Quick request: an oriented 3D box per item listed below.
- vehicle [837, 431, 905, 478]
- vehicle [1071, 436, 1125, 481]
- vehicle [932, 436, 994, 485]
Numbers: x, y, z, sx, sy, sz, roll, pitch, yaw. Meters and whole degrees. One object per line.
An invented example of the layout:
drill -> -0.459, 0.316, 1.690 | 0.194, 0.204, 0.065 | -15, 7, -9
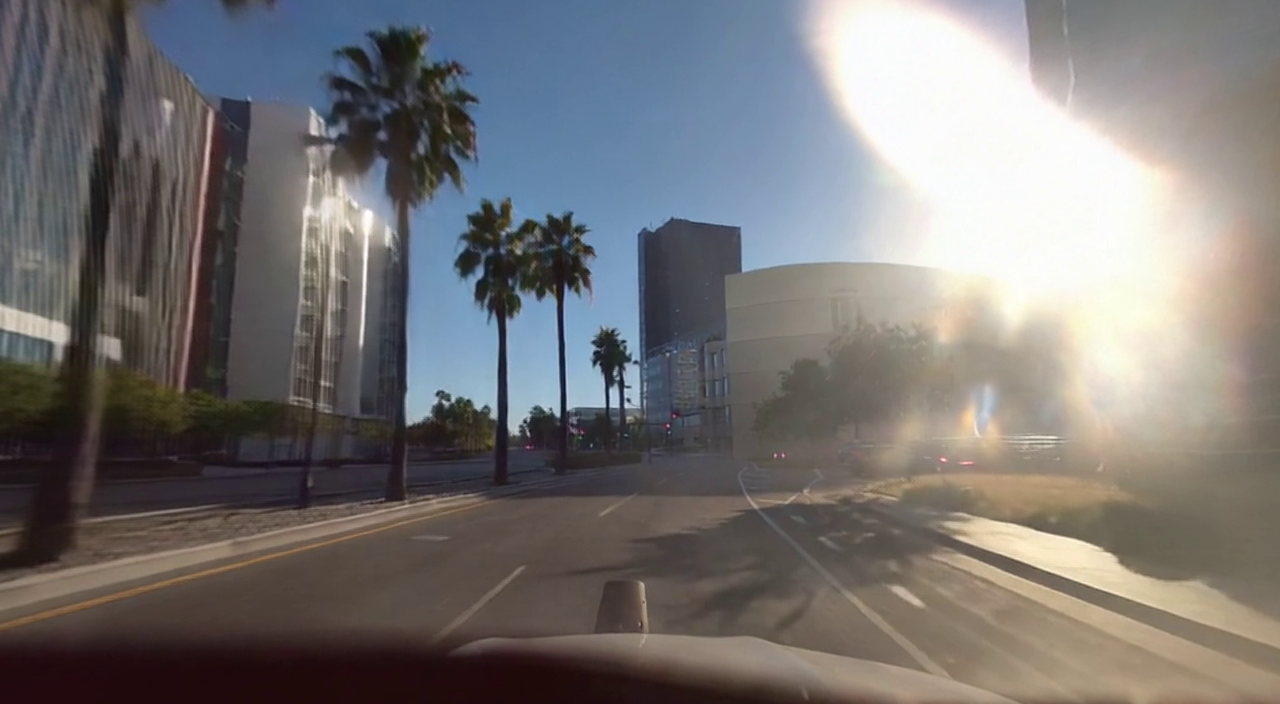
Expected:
vehicle -> 11.628, 5.141, 31.878 | 1.813, 2.150, 3.038 | 2, -7, -13
vehicle -> 33.817, 7.929, 46.497 | 2.645, 2.817, 3.475 | -11, -19, 37
vehicle -> 16.045, 5.395, 31.408 | 2.219, 2.342, 1.744 | -1, -10, 10
